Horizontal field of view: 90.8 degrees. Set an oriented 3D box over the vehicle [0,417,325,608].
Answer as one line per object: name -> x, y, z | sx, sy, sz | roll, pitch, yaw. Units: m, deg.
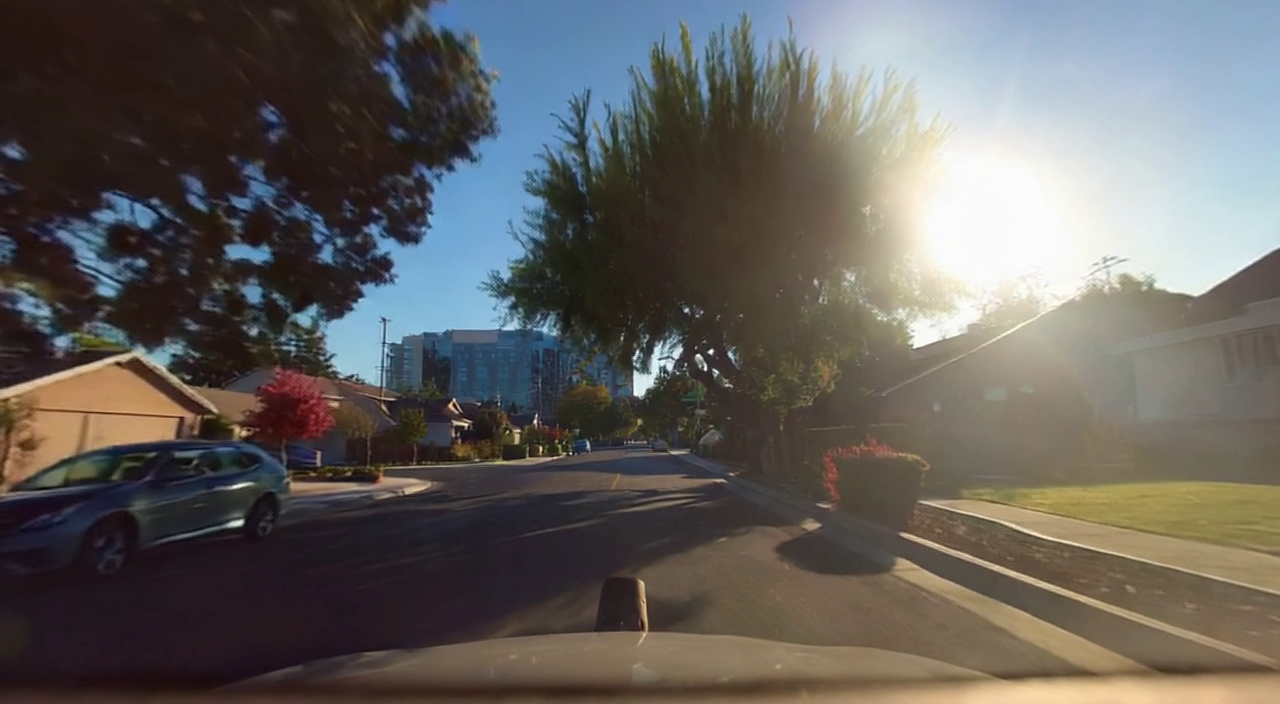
vehicle -> -6.519, 1.860, 8.440 | 2.078, 1.745, 5.119 | 0, -8, -2
